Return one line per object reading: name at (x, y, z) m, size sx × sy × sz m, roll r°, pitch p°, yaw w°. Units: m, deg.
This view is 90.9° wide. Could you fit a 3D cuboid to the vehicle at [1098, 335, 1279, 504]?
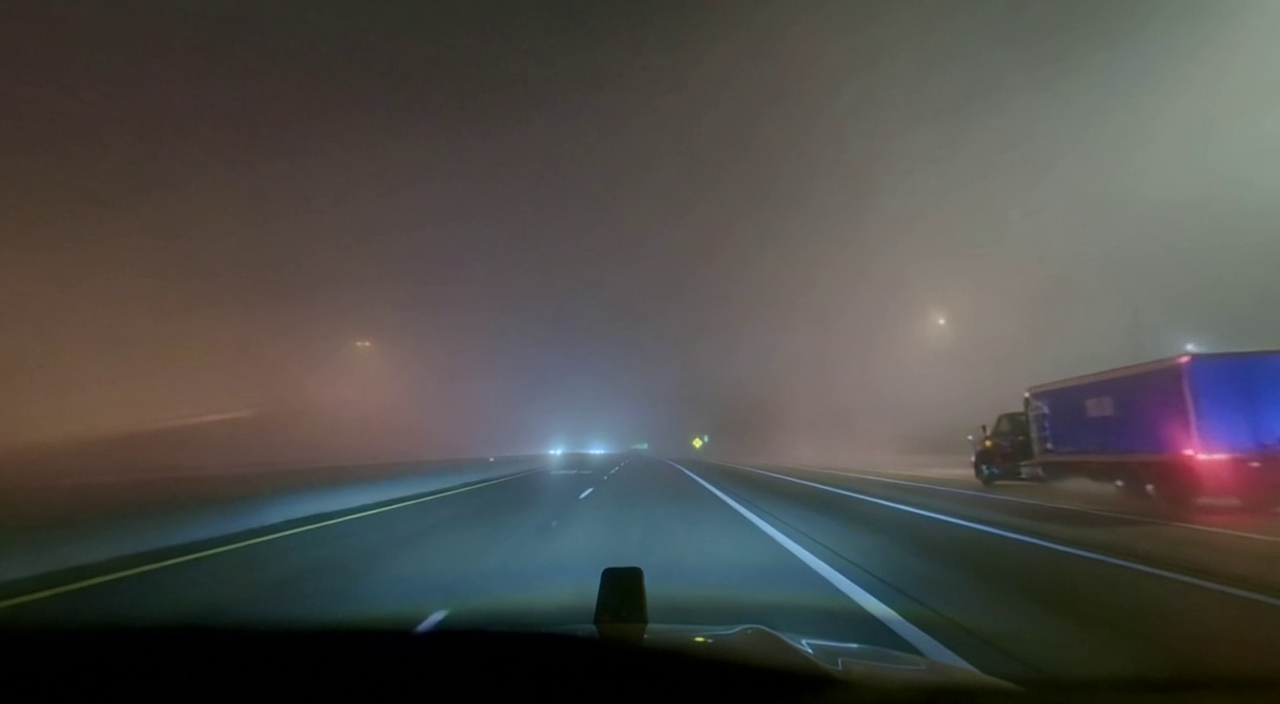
vehicle at (17.834, 1.287, 13.145) m, size 3.395 × 4.178 × 16.548 m, roll 0°, pitch -8°, yaw -3°
